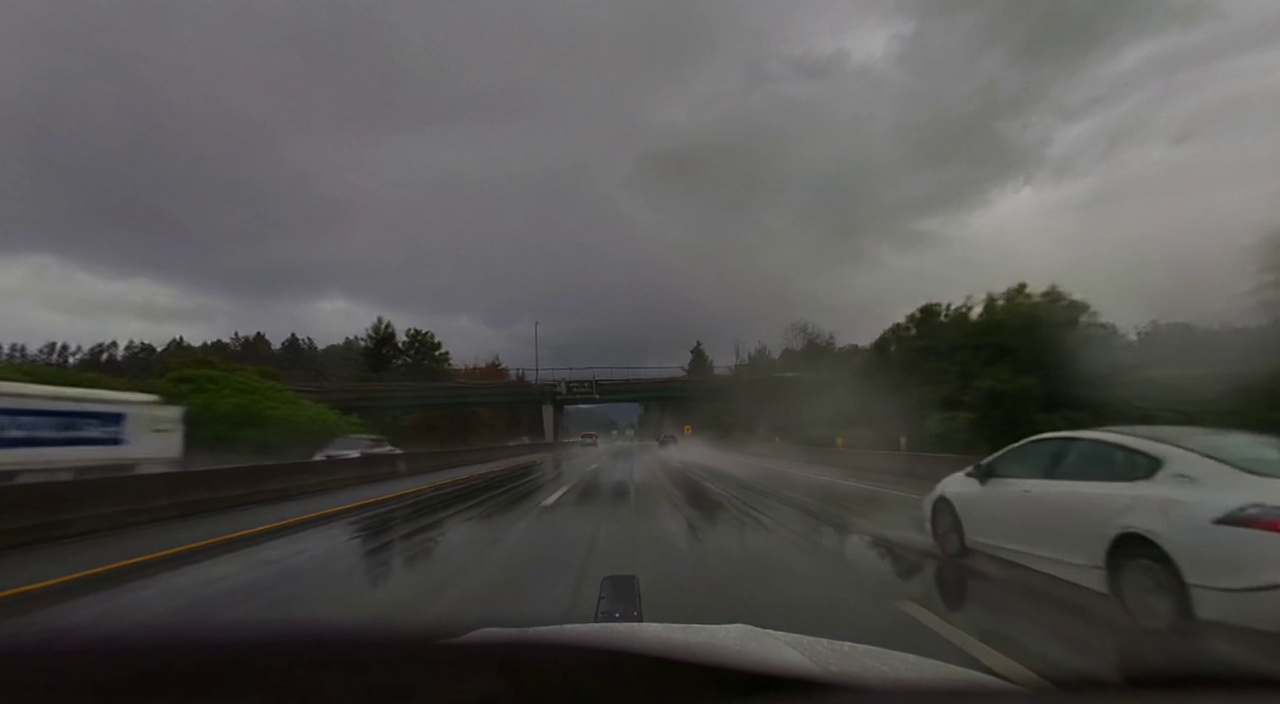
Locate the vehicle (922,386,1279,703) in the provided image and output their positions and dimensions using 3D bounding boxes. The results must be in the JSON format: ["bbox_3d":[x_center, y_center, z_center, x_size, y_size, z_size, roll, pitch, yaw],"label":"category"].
[{"bbox_3d":[3.978,1.110,4.243,2.031,1.531,4.365,0,-8,-2],"label":"vehicle"}]

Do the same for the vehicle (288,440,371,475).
[{"bbox_3d":[-16.709,5.674,34.272,1.934,1.737,5.320,0,-8,-1],"label":"vehicle"}]
